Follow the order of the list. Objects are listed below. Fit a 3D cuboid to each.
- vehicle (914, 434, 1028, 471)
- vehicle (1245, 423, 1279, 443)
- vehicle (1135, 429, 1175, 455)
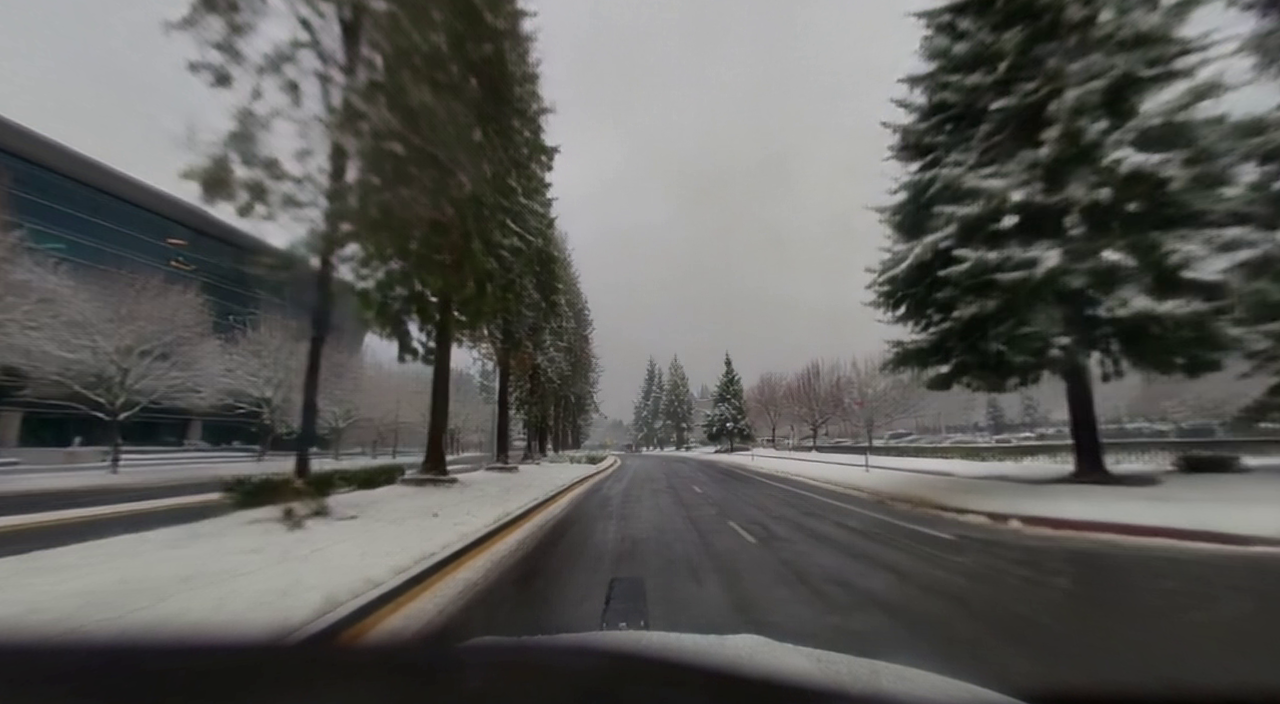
[{"bbox_3d":[15.745,4.788,30.162,4.198,1.552,2.087,-2,-8,0],"label":"vehicle"},{"bbox_3d":[46.985,6.042,47.189,1.995,1.371,4.006,-8,-9,39],"label":"vehicle"},{"bbox_3d":[35.246,6.156,43.121,1.924,1.636,4.297,-5,-10,40],"label":"vehicle"}]
